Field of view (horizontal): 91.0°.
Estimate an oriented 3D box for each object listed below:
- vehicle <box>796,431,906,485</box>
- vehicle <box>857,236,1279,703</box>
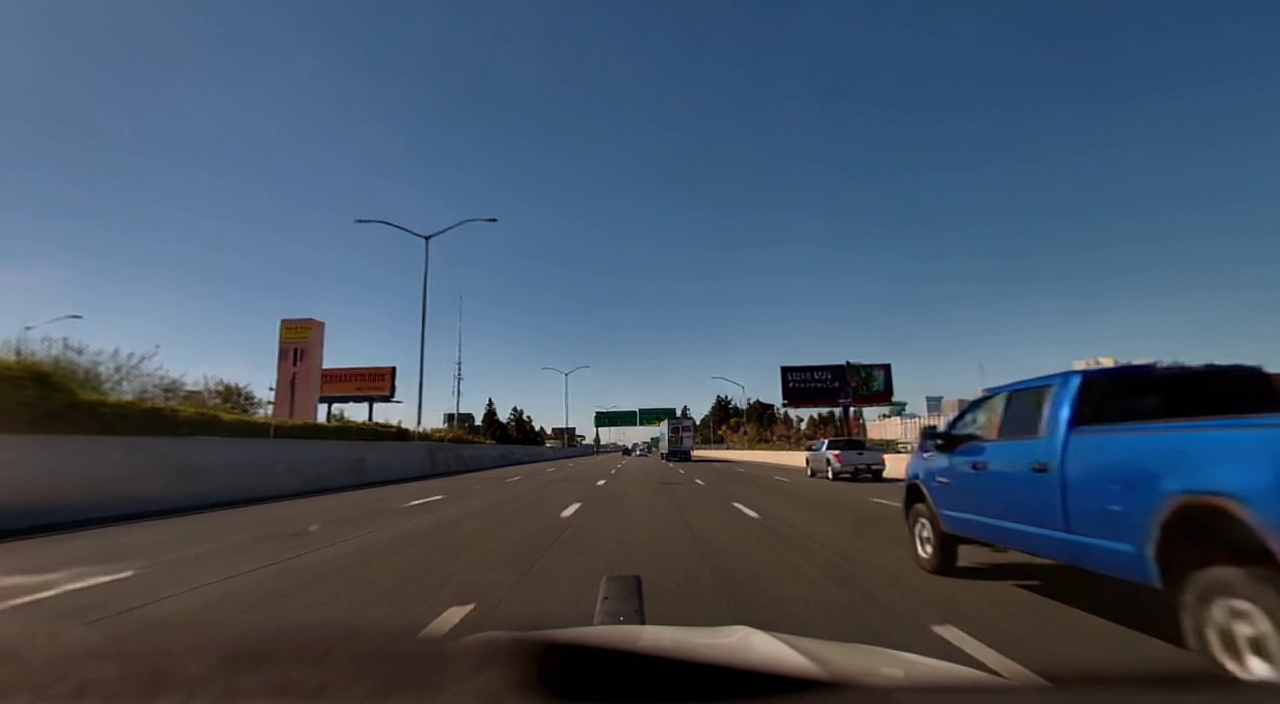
[{"bbox_3d":[8.455,4.334,25.945,2.544,1.947,5.288,0,-9,-2],"label":"vehicle"},{"bbox_3d":[4.058,0.898,4.537,2.740,2.157,6.300,0,-9,0],"label":"vehicle"}]
